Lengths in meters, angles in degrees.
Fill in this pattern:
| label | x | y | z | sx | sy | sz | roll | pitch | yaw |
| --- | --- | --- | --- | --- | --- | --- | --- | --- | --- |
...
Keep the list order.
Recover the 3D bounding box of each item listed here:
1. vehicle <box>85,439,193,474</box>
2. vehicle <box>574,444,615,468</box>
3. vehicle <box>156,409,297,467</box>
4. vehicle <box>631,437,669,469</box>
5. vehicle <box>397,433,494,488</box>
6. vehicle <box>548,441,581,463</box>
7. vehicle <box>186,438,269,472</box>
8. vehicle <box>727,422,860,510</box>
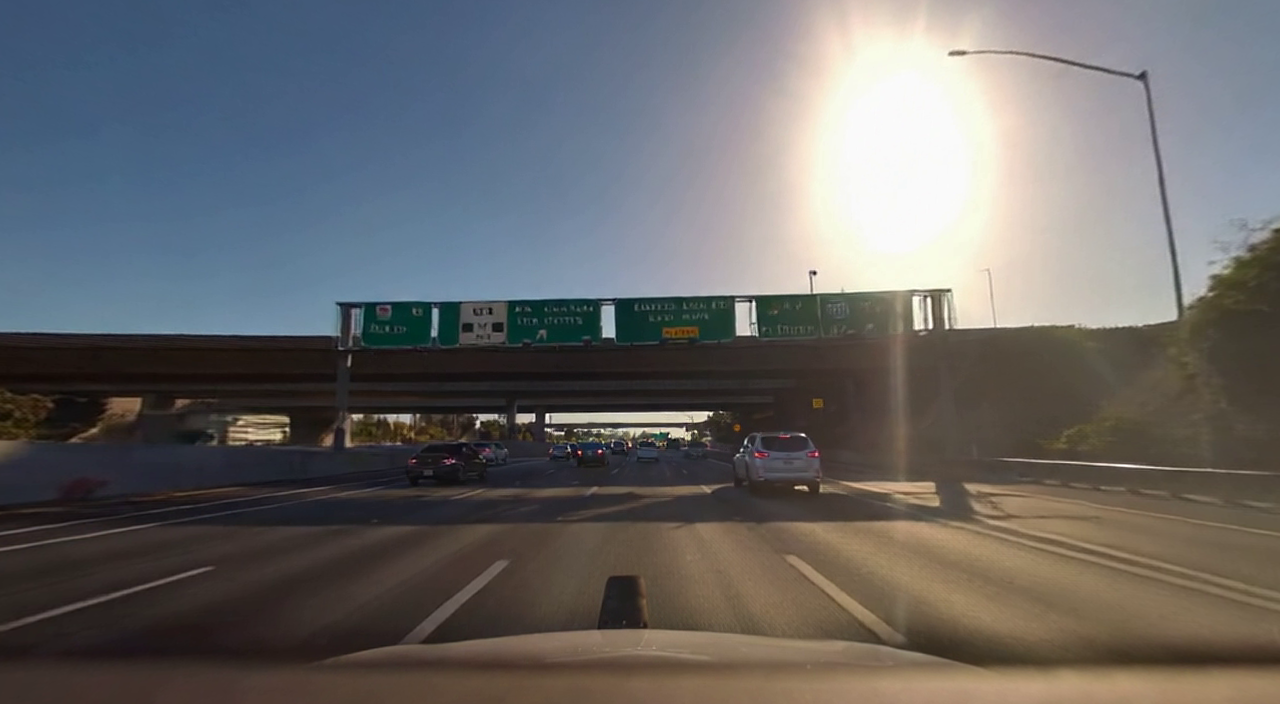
| label | x | y | z | sx | sy | sz | roll | pitch | yaw |
| --- | --- | --- | --- | --- | --- | --- | --- | --- | --- |
| vehicle | -22.986 | 4.795 | 29.127 | 1.845 | 1.481 | 3.724 | 0 | -8 | 2 |
| vehicle | -2.826 | 6.569 | 40.088 | 2.205 | 1.406 | 4.286 | 0 | -8 | 2 |
| vehicle | -29.462 | 6.285 | 45.798 | 2.954 | 3.722 | 10.346 | 0 | -8 | 1 |
| vehicle | 0.592 | 5.973 | 37.459 | 2.133 | 1.739 | 3.925 | 0 | -8 | 2 |
| vehicle | -6.468 | 3.633 | 21.513 | 1.946 | 1.688 | 4.019 | 0 | -8 | 1 |
| vehicle | -5.901 | 7.853 | 49.696 | 1.992 | 1.604 | 3.966 | 0 | -8 | 1 |
| vehicle | -19.129 | 4.785 | 29.431 | 1.536 | 1.439 | 3.473 | -1 | -9 | 0 |
| vehicle | 3.559 | 2.736 | 15.656 | 2.083 | 1.823 | 4.627 | 0 | -8 | -1 |
